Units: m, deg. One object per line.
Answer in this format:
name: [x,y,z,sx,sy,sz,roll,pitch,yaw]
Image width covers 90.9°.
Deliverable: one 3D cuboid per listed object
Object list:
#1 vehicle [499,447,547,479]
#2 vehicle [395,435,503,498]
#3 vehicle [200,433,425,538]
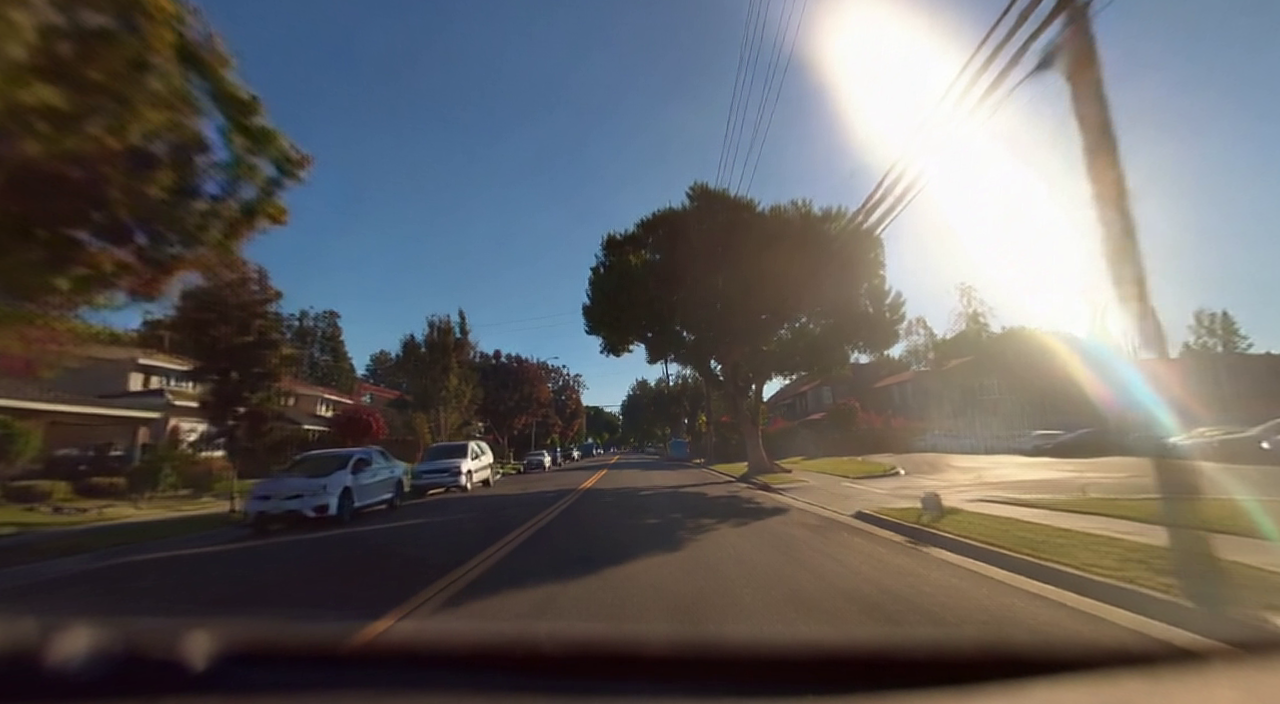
vehicle: [-6.909,6.587,37.728,1.852,1.510,4.812,-5,-7,0]
vehicle: [-6.772,4.071,23.236,2.144,1.955,6.159,0,-7,-1]
vehicle: [-6.739,2.758,13.914,2.120,1.799,5.370,-1,-8,0]
